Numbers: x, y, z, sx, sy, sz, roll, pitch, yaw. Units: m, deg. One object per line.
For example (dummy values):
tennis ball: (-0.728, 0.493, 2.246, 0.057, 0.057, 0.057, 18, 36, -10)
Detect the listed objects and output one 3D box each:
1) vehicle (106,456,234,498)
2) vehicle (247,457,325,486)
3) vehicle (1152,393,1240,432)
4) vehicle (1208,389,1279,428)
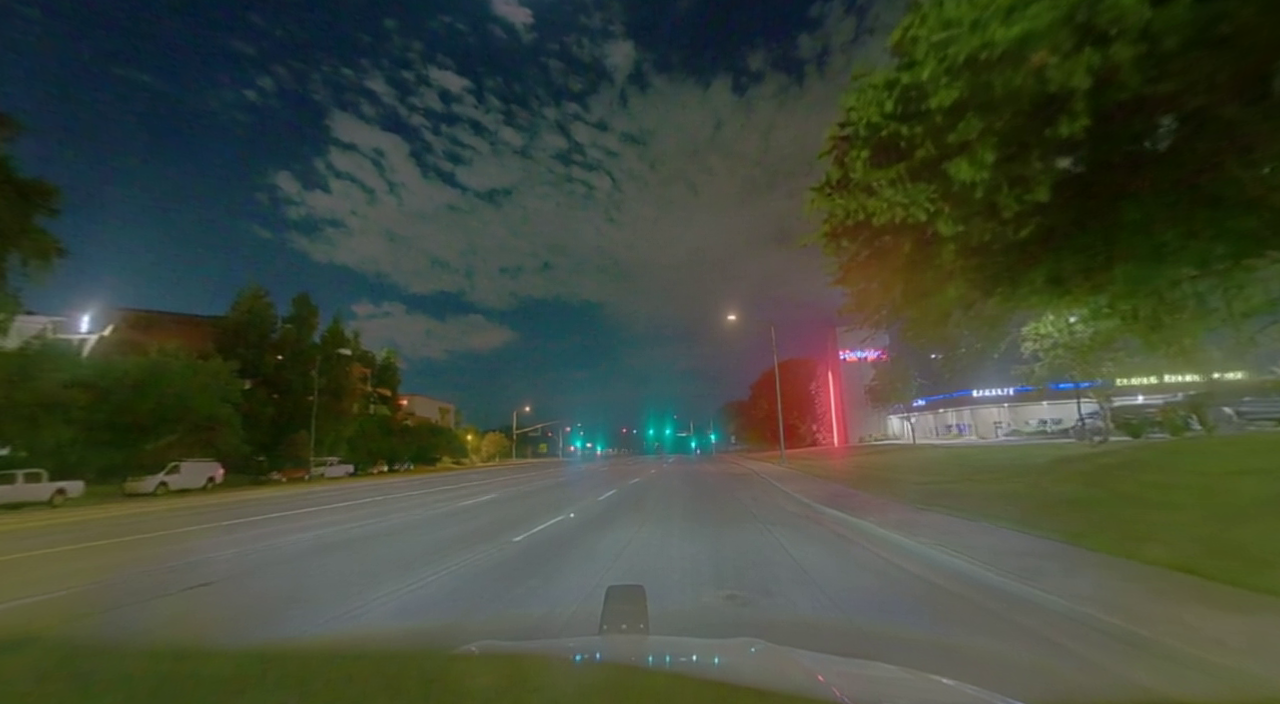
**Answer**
vehicle: (-22.744, 6.064, 30.851, 1.967, 1.683, 5.223, -6, -10, 6)
vehicle: (-21.833, 7.383, 39.102, 1.918, 1.503, 4.632, -6, -10, 5)
vehicle: (25.451, 2.770, 28.858, 3.335, 1.398, 1.535, -2, -10, -23)
vehicle: (25.232, 2.277, 25.646, 3.327, 1.369, 1.514, -1, -9, -19)
